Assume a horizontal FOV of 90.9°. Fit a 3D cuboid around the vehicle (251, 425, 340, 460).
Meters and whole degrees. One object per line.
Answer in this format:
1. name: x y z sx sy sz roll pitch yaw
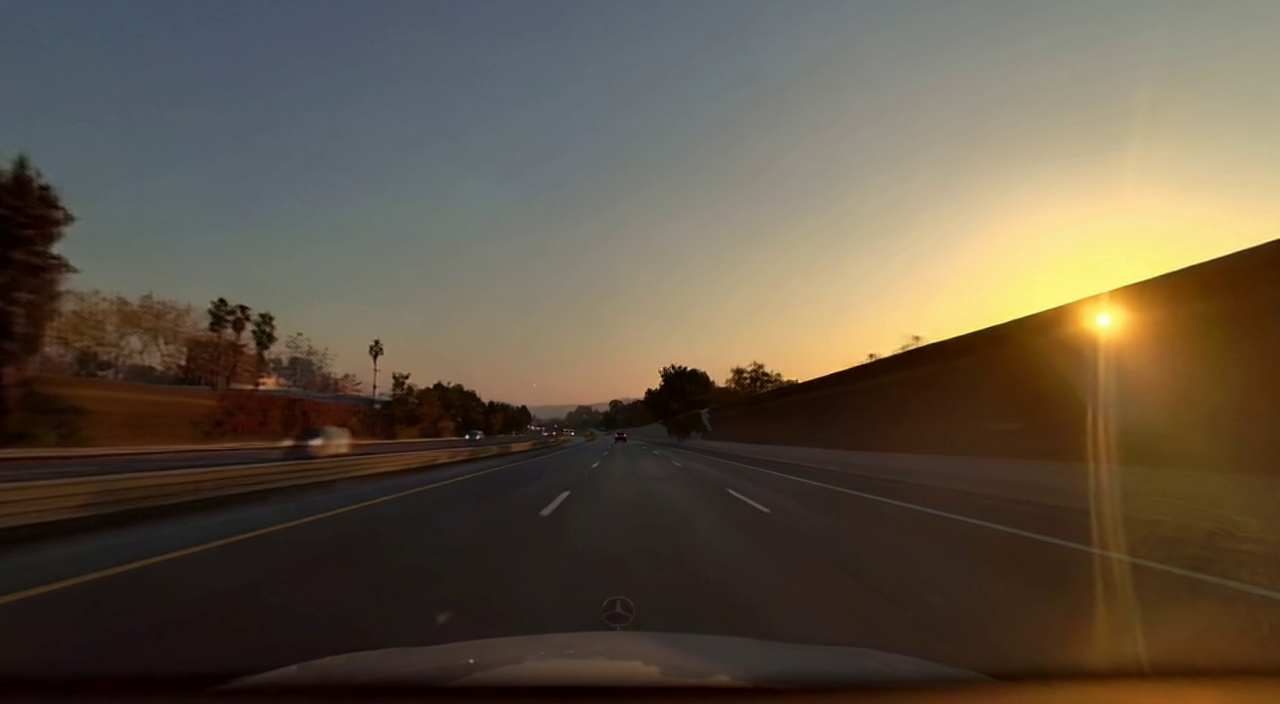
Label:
1. vehicle: -16.813 4.416 31.041 1.930 1.577 4.374 0 -8 -1
